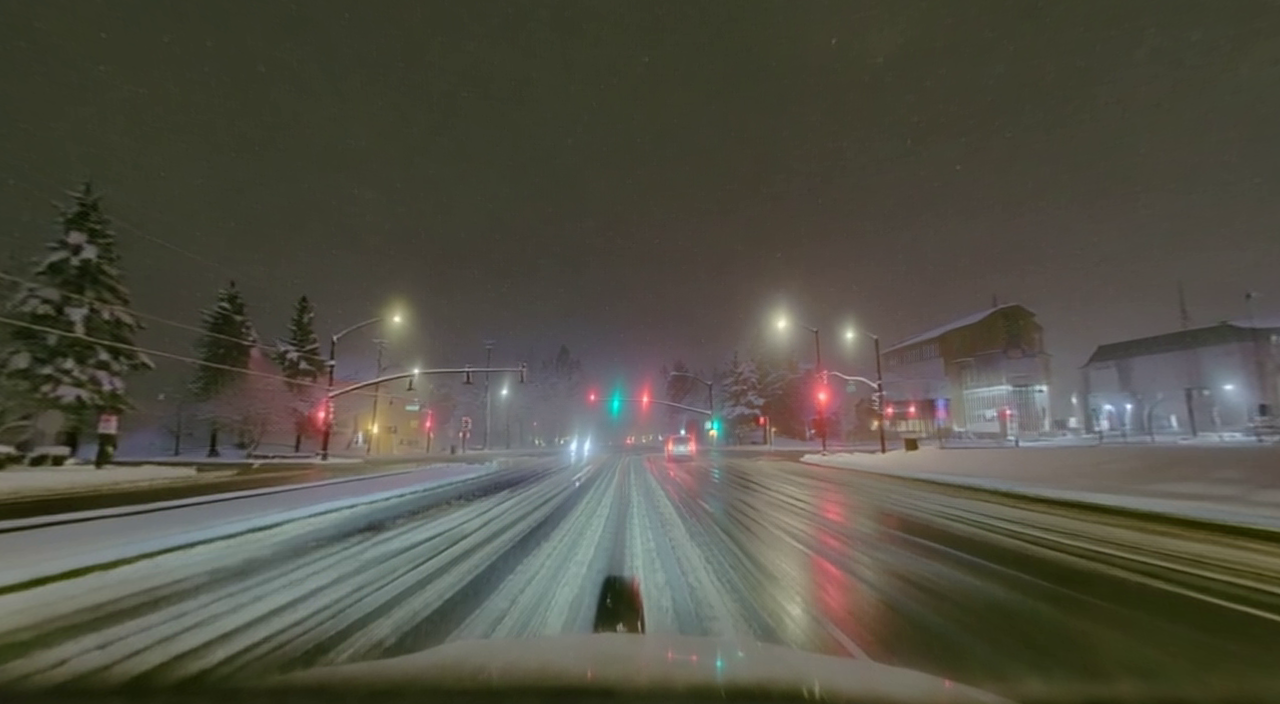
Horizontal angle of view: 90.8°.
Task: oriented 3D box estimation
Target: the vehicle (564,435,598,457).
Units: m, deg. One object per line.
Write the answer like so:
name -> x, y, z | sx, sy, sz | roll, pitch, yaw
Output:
vehicle -> -4.220, 6.846, 45.921 | 1.973, 1.526, 4.533 | 0, -8, 0

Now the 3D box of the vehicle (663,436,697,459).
vehicle -> 2.813, 6.842, 45.495 | 2.130, 1.524, 4.722 | 0, -8, 0
